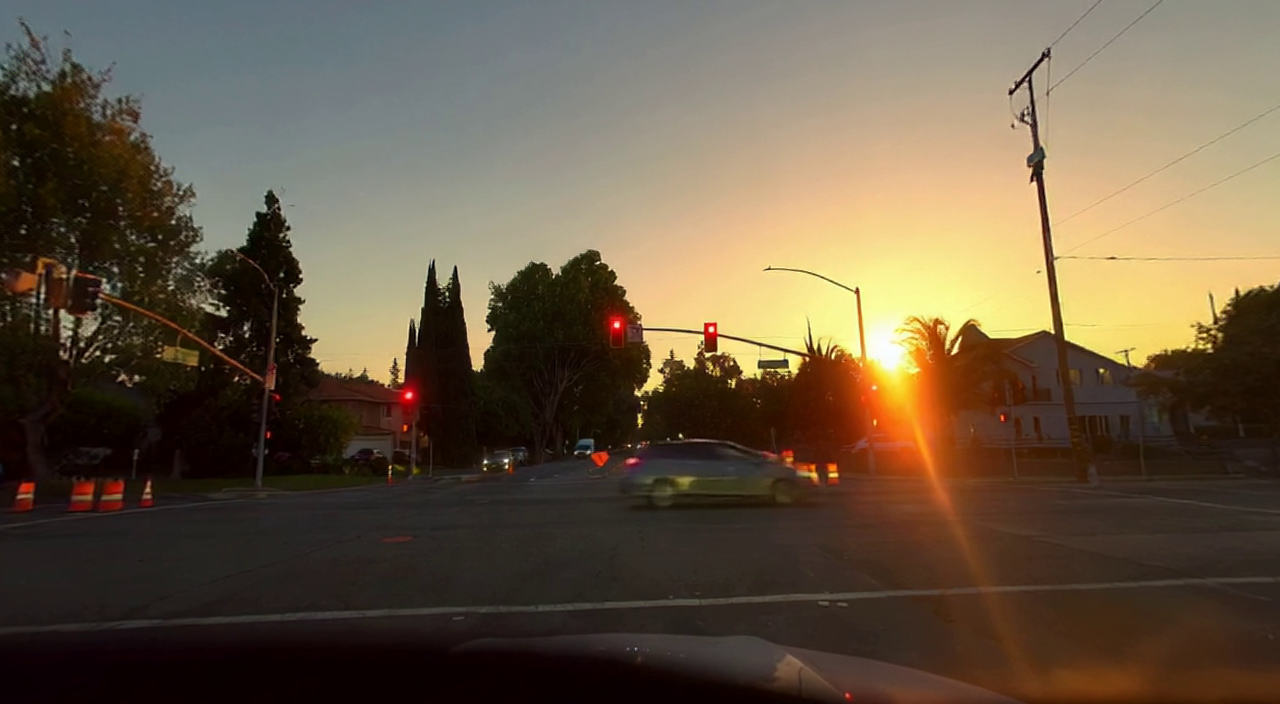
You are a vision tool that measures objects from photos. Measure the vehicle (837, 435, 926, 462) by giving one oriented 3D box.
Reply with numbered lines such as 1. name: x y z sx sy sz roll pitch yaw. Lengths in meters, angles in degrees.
1. vehicle: 15.364 6.176 40.324 4.892 1.656 1.856 0 -8 0

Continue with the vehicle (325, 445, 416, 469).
1. vehicle: -16.397 6.381 38.611 4.713 1.409 1.918 0 -8 -2

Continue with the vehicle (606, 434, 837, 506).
1. vehicle: 1.707 2.641 14.404 4.860 1.483 2.077 0 -8 0

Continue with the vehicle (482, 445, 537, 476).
1. vehicle: -6.606 5.526 32.378 1.881 1.452 4.121 0 -8 0
